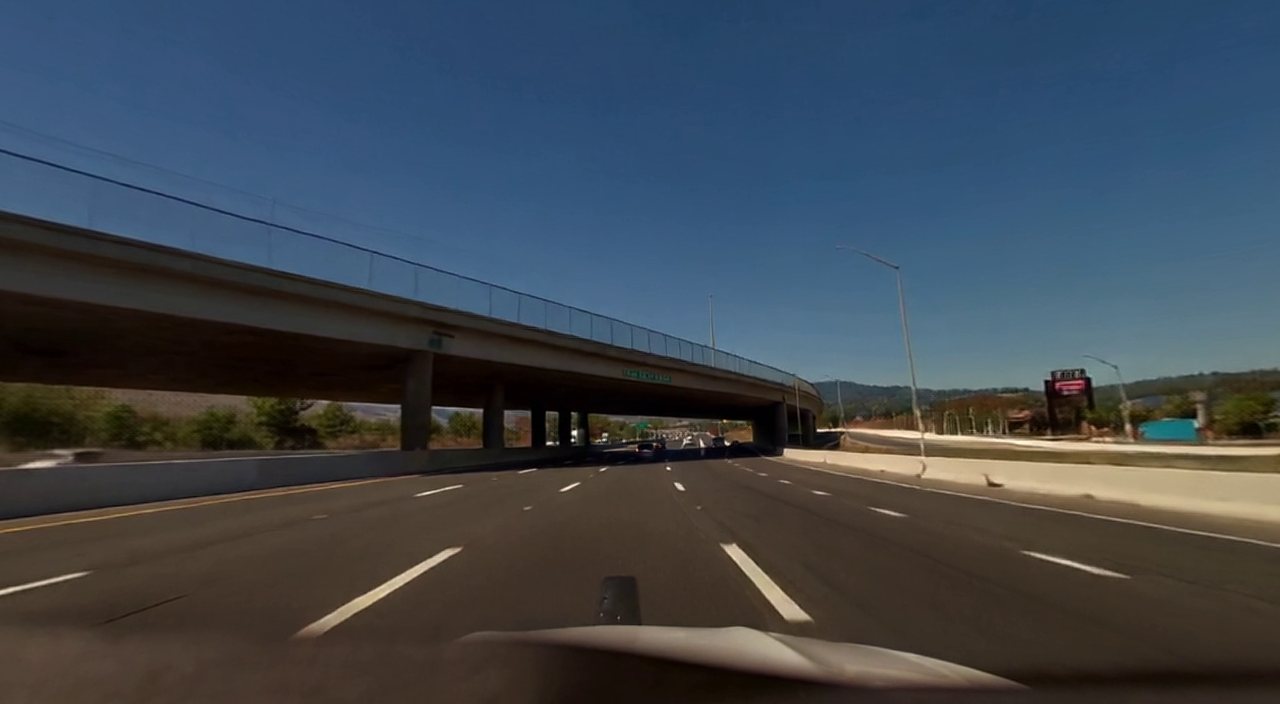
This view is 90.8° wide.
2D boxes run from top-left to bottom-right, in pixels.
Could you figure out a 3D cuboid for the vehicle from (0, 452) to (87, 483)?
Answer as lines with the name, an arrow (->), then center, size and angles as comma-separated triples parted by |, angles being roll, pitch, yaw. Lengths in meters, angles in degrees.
vehicle -> -32.454, 6.103, 33.719 | 1.798, 1.470, 4.400 | -1, -9, 2
